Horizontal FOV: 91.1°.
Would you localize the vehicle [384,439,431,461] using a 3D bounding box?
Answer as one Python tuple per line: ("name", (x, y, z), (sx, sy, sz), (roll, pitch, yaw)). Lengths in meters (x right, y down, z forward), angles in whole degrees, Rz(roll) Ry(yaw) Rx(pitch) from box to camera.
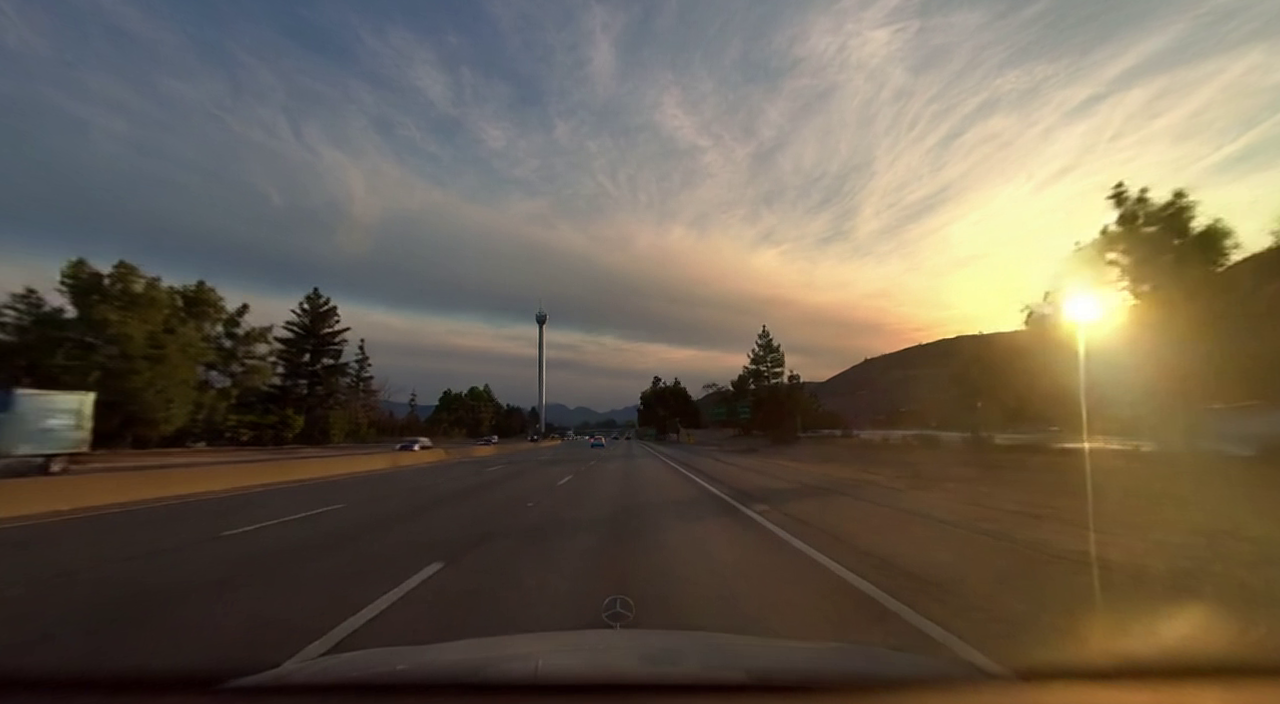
("vehicle", (-16.875, 7.118, 45.807), (1.906, 1.533, 4.183), (0, -8, -1))
